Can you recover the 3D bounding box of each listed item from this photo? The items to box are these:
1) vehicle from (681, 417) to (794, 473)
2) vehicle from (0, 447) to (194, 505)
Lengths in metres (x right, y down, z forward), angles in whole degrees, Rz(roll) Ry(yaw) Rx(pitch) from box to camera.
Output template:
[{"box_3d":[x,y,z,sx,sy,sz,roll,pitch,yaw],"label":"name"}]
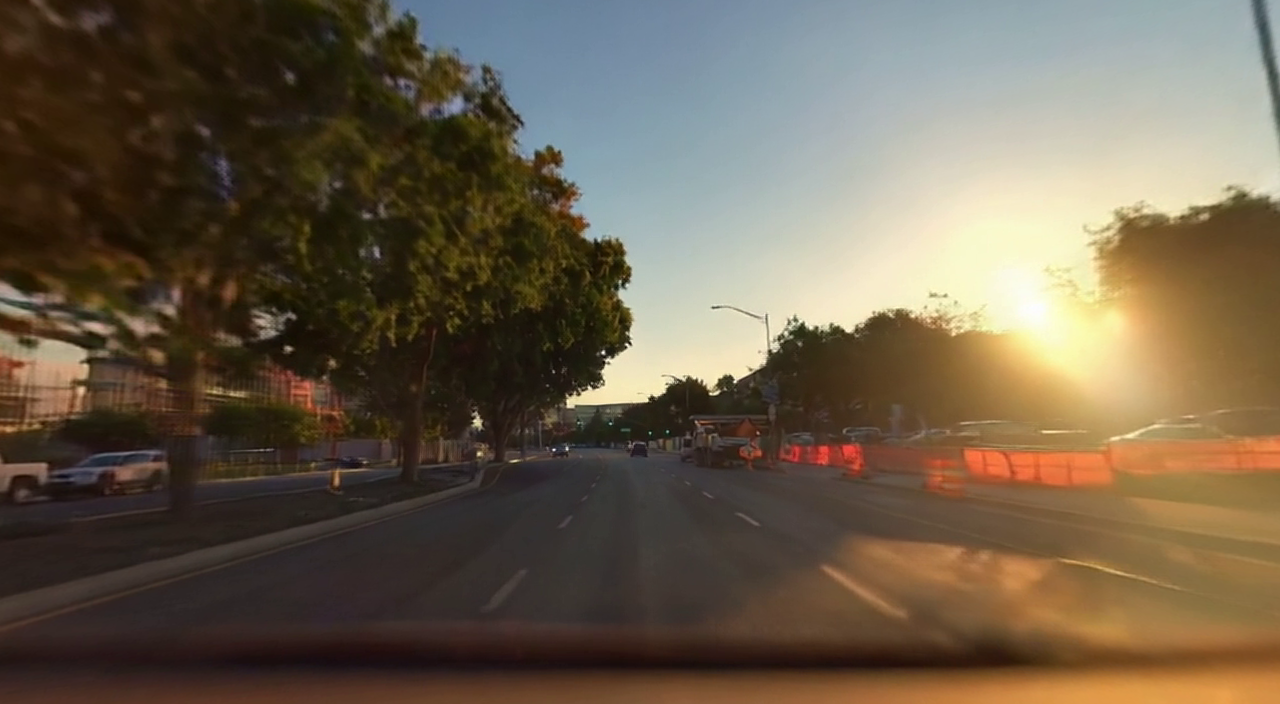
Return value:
[{"box_3d":[5.565,5.561,37.635,3.060,2.963,7.552,3,-9,-23],"label":"vehicle"},{"box_3d":[-22.162,4.951,25.913,2.578,2.030,6.687,-1,-8,2],"label":"vehicle"}]
